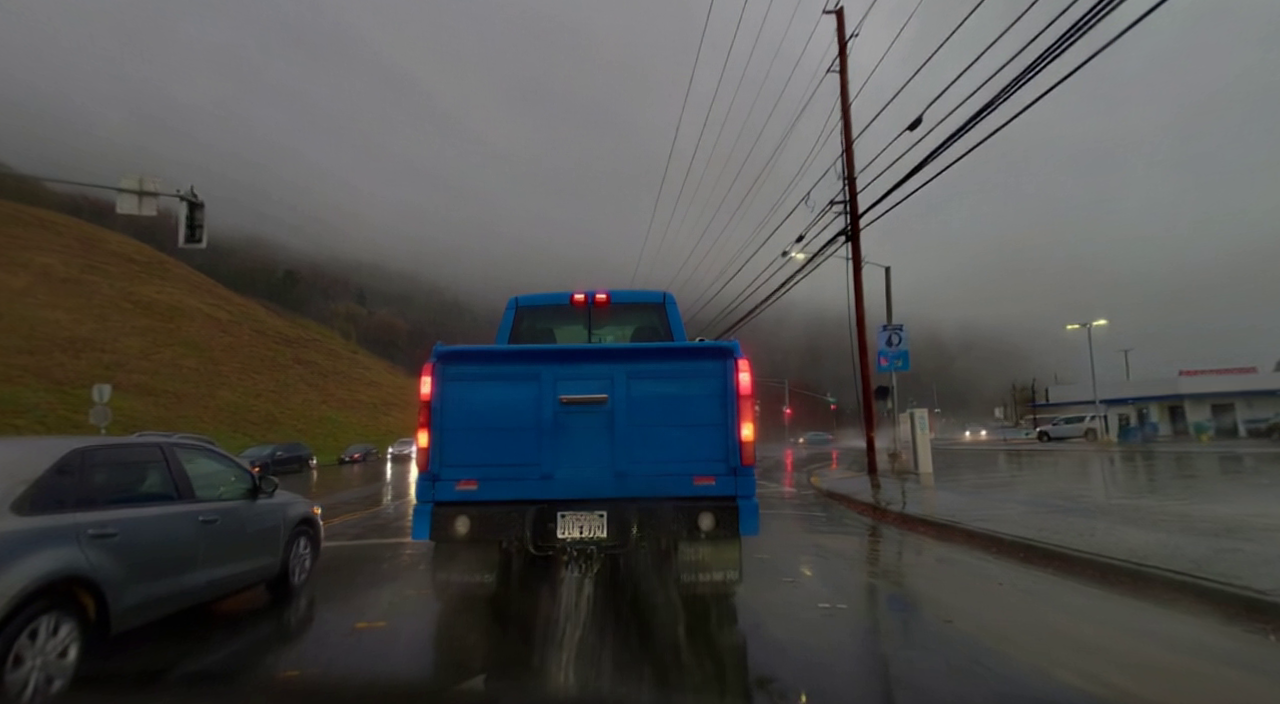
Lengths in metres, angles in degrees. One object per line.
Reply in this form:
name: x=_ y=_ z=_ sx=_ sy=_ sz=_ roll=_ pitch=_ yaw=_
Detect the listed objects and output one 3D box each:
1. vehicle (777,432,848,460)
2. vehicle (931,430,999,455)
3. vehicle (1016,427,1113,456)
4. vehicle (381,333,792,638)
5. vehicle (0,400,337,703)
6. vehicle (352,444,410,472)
vehicle: x=11.702 y=6.369 z=42.600 sx=4.975 sy=1.799 sz=2.117 roll=7 pitch=-11 yaw=-40
vehicle: x=24.047 y=6.715 z=46.515 sx=5.021 sy=1.757 sz=2.012 roll=5 pitch=-10 yaw=-30
vehicle: x=25.535 y=5.398 z=37.960 sx=4.419 sy=1.496 sz=1.854 roll=-2 pitch=-9 yaw=1
vehicle: x=-0.428 y=1.328 z=7.219 sx=2.859 sy=2.144 sz=5.406 roll=0 pitch=-9 yaw=-1
vehicle: x=-3.963 y=1.193 z=3.989 sx=2.017 sy=1.555 sz=4.150 roll=-1 pitch=-9 yaw=0
vehicle: x=-17.149 y=7.016 z=41.912 sx=2.133 sy=1.690 sz=4.331 roll=0 pitch=-9 yaw=-3
